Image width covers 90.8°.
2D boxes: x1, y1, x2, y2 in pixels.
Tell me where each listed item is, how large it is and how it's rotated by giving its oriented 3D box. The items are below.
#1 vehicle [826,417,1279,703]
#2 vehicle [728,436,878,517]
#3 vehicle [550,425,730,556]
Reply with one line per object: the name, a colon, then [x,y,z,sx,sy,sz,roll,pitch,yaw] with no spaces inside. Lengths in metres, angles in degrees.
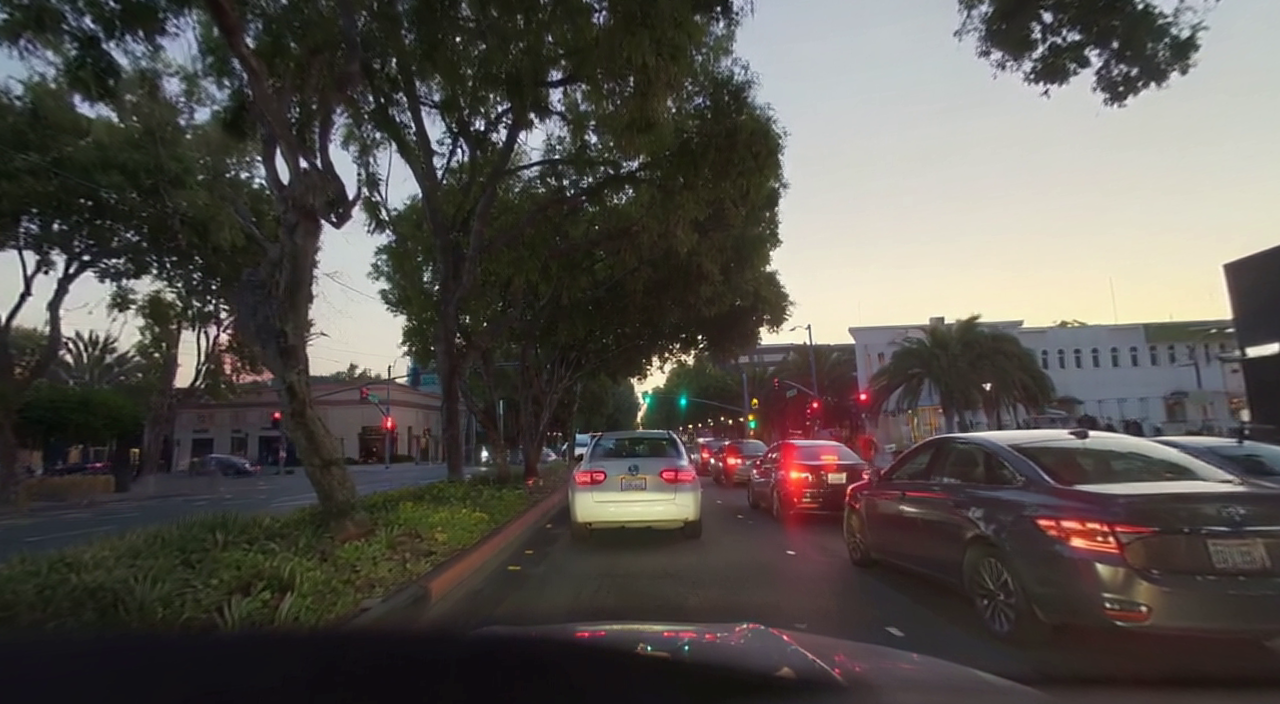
vehicle: [3.241,1.383,5.324,1.912,1.454,4.537,0,-9,-1]
vehicle: [3.338,2.644,13.967,1.996,1.469,4.495,0,-9,-2]
vehicle: [-0.030,1.936,9.498,2.118,1.512,4.013,0,-9,-1]
